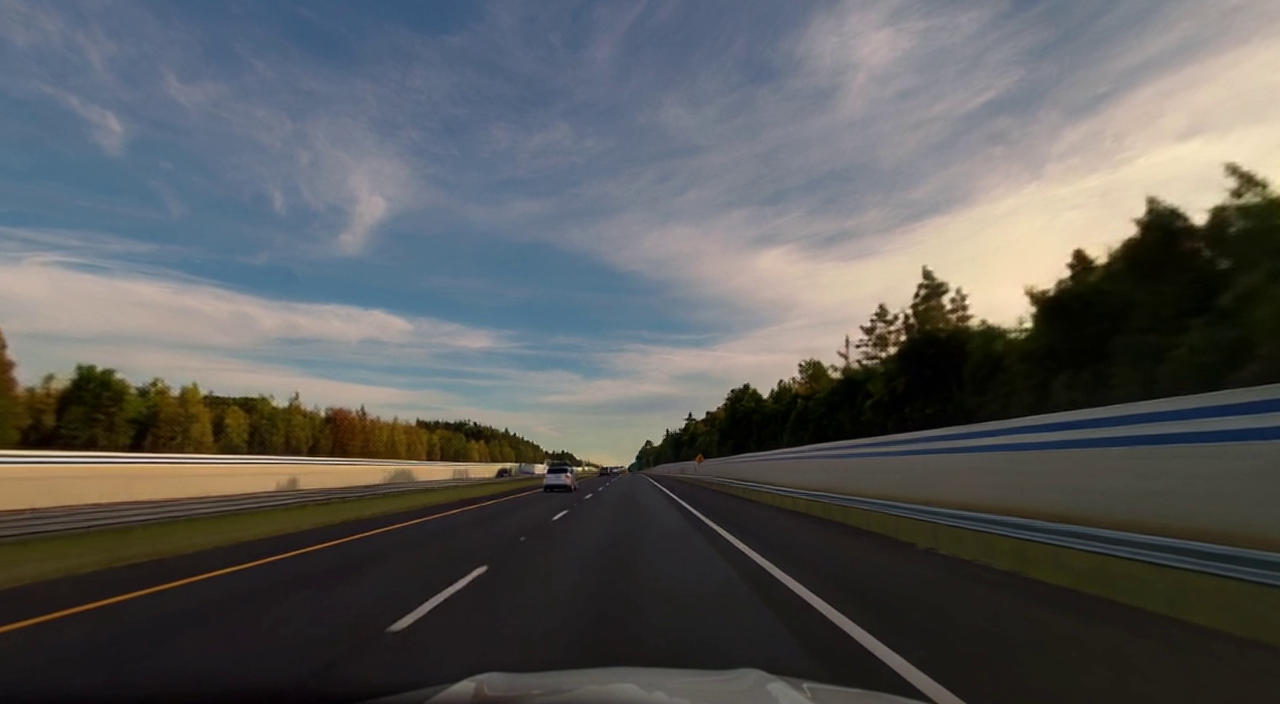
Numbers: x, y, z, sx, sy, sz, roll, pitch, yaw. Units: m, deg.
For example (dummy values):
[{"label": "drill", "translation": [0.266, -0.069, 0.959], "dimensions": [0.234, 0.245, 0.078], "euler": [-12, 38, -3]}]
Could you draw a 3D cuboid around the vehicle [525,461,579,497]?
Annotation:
[{"label": "vehicle", "translation": [-4.040, 5.952, 29.641], "dimensions": [1.985, 1.515, 3.839], "euler": [0, -10, 0]}]
